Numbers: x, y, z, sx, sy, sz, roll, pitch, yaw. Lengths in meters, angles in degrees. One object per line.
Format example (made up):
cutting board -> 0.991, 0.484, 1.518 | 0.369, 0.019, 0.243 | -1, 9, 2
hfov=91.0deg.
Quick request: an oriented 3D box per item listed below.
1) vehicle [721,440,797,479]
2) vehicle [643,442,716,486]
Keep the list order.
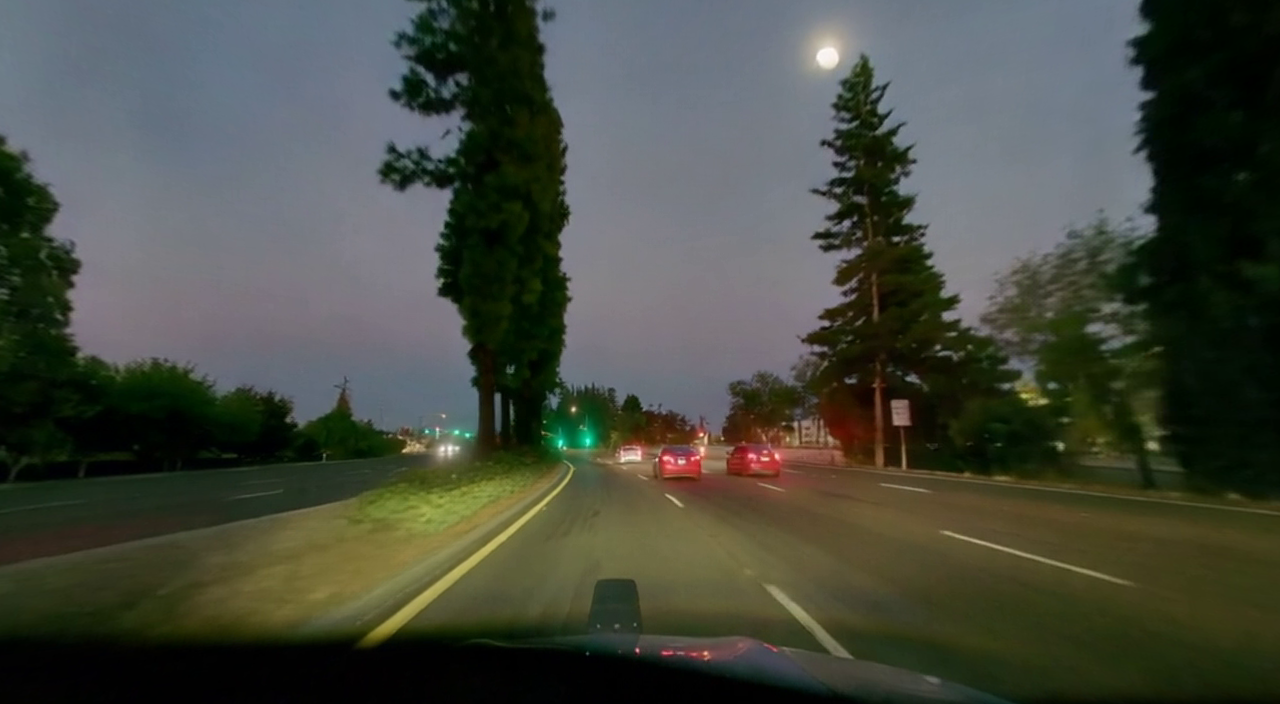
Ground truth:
vehicle -> 4.866, 4.459, 26.385 | 1.901, 1.474, 4.363 | 0, -9, -6
vehicle -> 1.376, 4.132, 23.646 | 2.077, 1.464, 4.134 | 0, -9, -6
